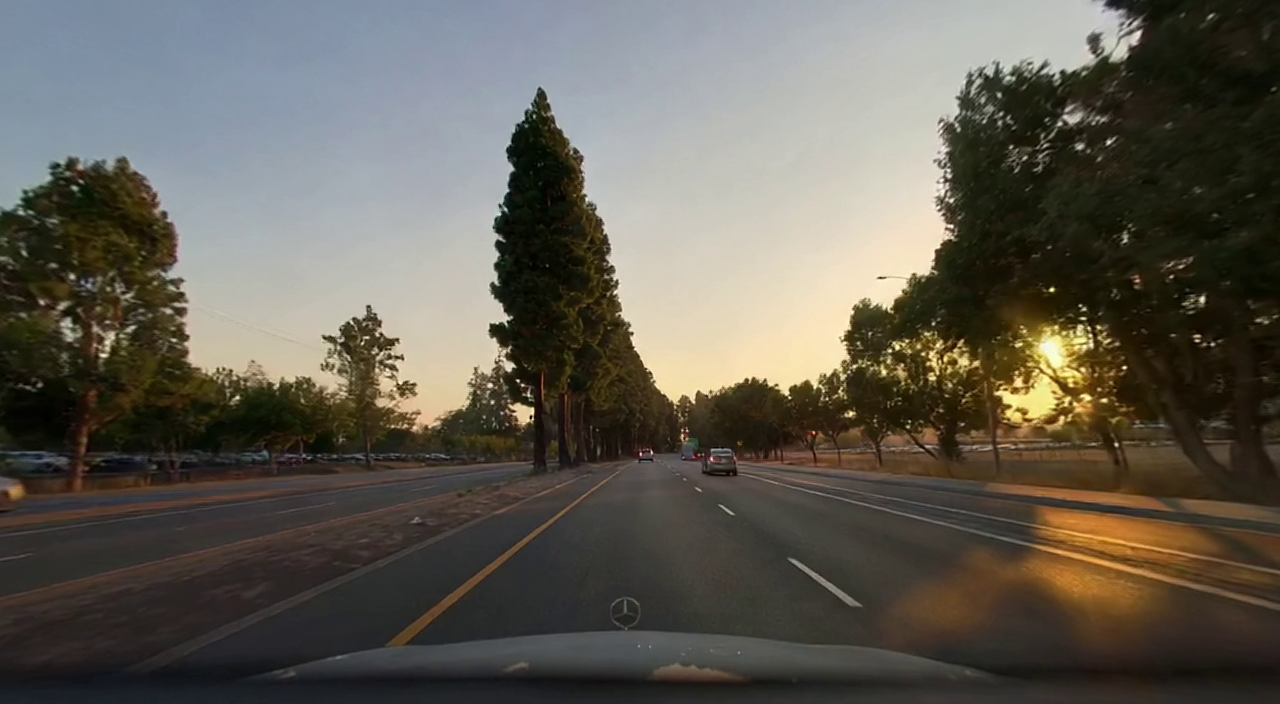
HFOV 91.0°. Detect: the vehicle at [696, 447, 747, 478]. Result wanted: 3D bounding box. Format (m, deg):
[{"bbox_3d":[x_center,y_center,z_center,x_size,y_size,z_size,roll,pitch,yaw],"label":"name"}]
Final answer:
[{"bbox_3d":[4.257,5.868,33.642,2.115,1.522,4.330,0,-9,0],"label":"vehicle"}]
